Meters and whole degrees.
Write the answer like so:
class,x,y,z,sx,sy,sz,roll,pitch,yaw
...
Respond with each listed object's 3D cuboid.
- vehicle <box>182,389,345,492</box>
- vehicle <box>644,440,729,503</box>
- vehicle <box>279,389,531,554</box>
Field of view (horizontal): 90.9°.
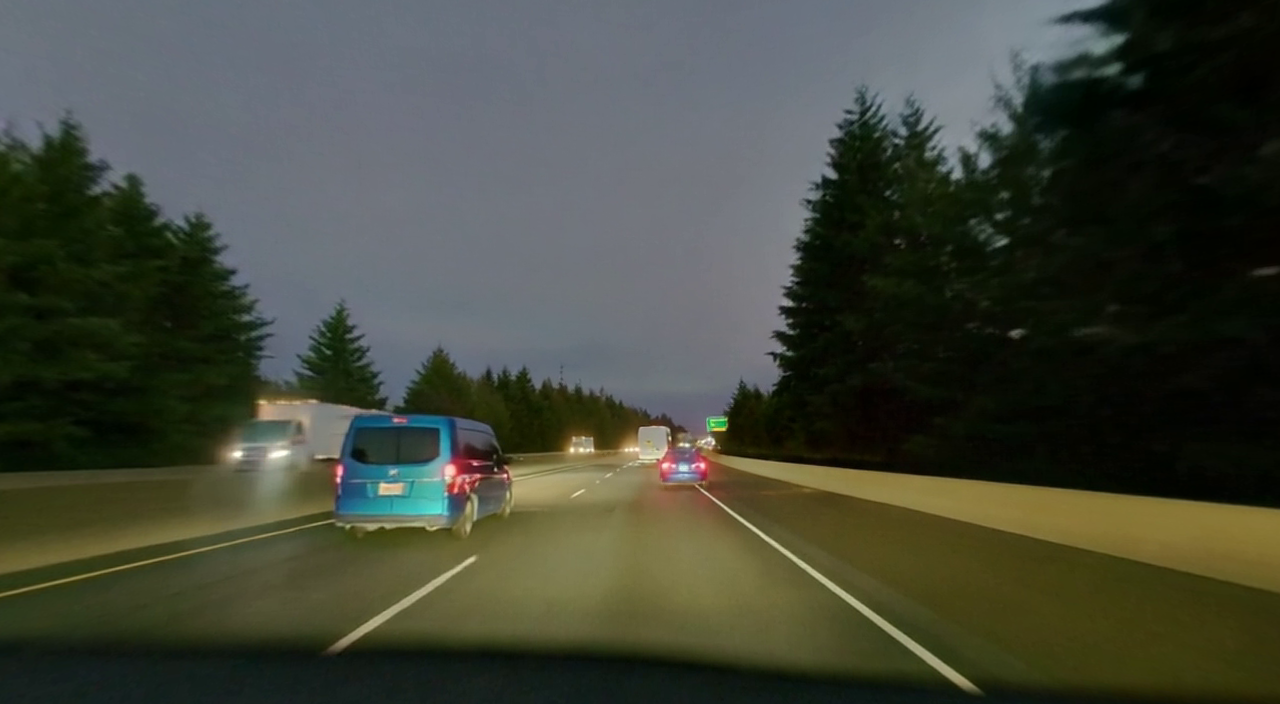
class,x,y,z,sx,sy,sz,roll,pitch,yaw
vehicle,-17.342,4.238,29.843,3.026,4.268,7.131,-1,-9,1
vehicle,1.129,3.172,17.058,2.012,1.485,3.649,0,-9,0
vehicle,-3.348,1.864,10.380,2.217,2.033,4.975,0,-9,0
